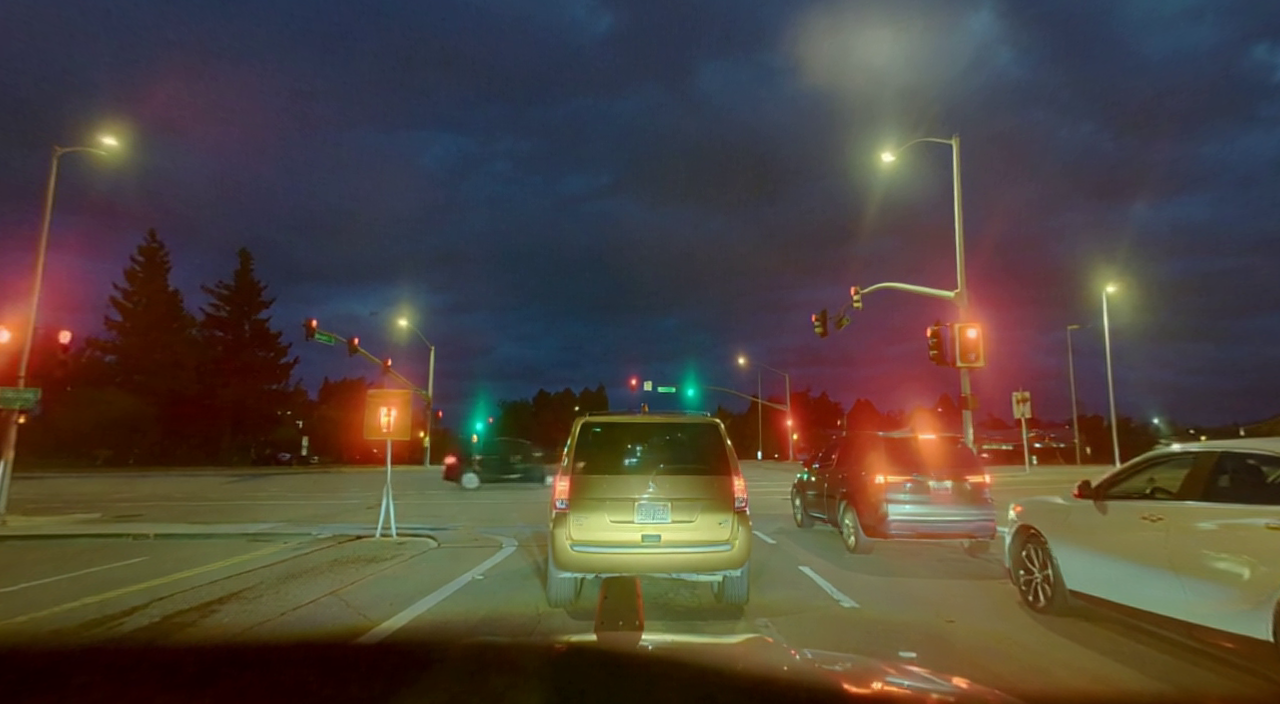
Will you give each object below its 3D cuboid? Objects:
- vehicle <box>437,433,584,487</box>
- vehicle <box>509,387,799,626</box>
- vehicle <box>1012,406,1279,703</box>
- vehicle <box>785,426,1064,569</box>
[{"bbox_3d":[-4.388,3.750,22.071,4.687,1.791,2.044,0,-8,0],"label":"vehicle"},{"bbox_3d":[0.100,1.494,7.072,2.170,1.793,4.468,0,-8,0],"label":"vehicle"},{"bbox_3d":[3.150,0.816,1.437,1.924,1.466,4.461,0,-8,1],"label":"vehicle"},{"bbox_3d":[3.522,1.860,8.879,1.861,1.495,4.215,0,-8,-1],"label":"vehicle"}]
